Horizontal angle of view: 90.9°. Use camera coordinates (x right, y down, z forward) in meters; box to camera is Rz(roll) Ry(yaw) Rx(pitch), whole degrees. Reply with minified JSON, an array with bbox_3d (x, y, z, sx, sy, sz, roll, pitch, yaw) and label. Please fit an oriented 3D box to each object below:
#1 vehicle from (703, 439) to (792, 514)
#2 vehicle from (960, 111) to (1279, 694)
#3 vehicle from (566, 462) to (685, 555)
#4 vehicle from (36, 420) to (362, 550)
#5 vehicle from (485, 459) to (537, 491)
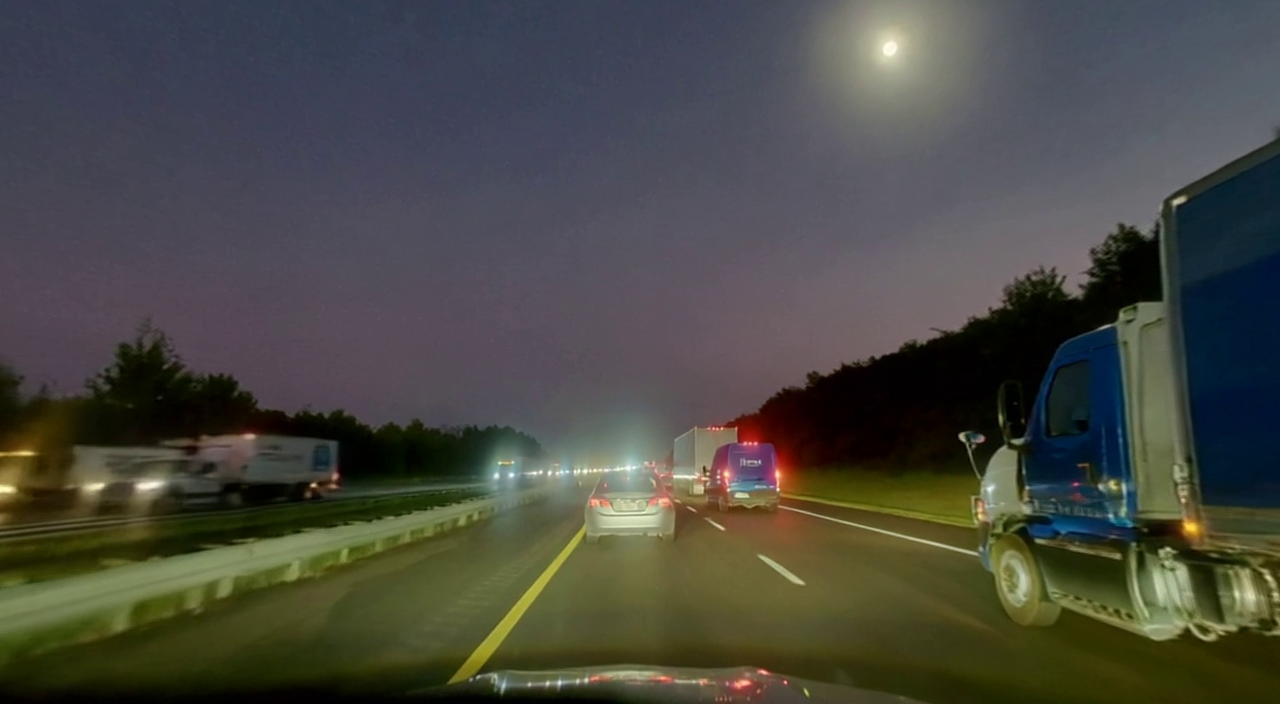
[{"bbox_3d":[3.995,4.810,24.570,2.328,2.537,5.290,1,-11,-2],"label":"vehicle"},{"bbox_3d":[5.602,0.194,3.342,2.890,3.726,9.269,0,-11,0],"label":"vehicle"},{"bbox_3d":[-0.255,2.924,12.228,1.980,1.493,3.410,1,-11,-1],"label":"vehicle"},{"bbox_3d":[-6.641,2.114,10.345,2.069,1.628,4.479,1,-11,0],"label":"vehicle"},{"bbox_3d":[-7.008,6.770,34.717,2.012,1.601,4.042,1,-11,0],"label":"vehicle"}]
